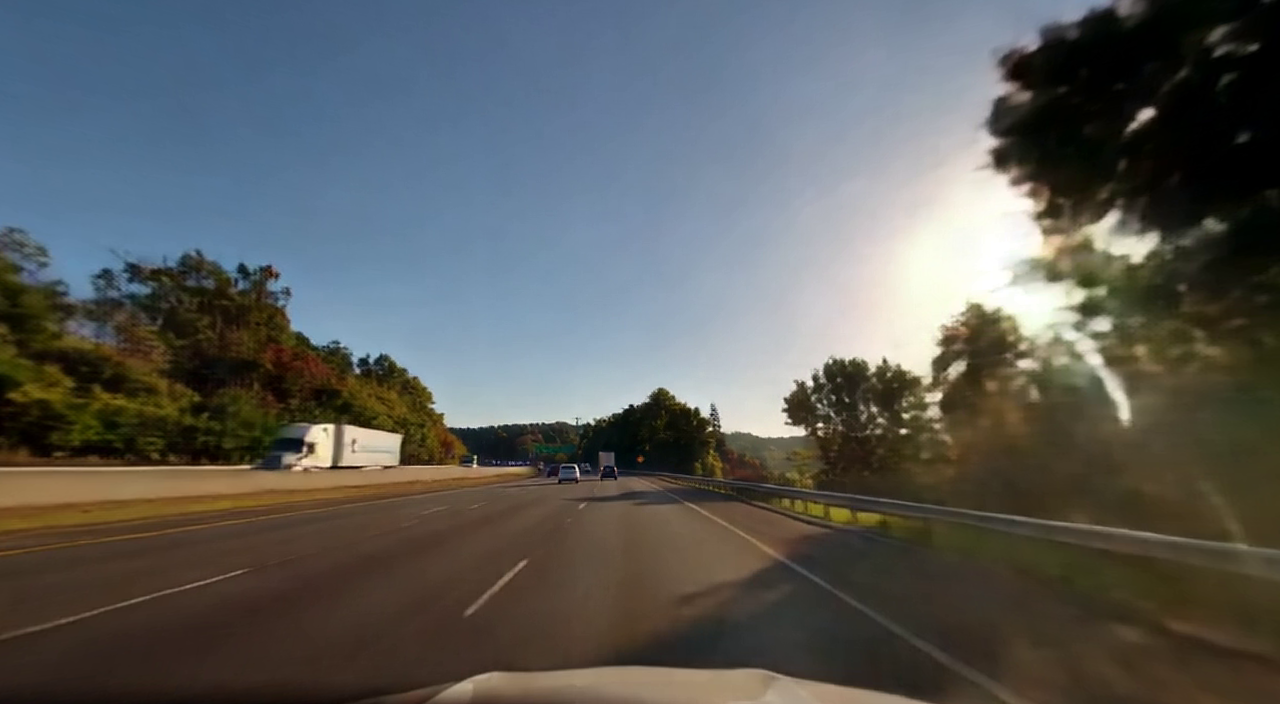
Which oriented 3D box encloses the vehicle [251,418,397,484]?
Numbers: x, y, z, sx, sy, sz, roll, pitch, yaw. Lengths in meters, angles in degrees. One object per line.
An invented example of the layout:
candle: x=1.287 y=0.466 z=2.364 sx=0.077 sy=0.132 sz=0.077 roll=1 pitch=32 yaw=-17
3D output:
vehicle: x=-22.514 y=7.549 z=46.790 sx=2.868 sy=3.983 sz=16.567 roll=1 pitch=-10 yaw=-2

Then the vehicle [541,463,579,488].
vehicle: x=-5.383 y=8.406 z=42.974 sx=2.115 sy=1.546 sz=4.638 roll=1 pitch=-10 yaw=-2
